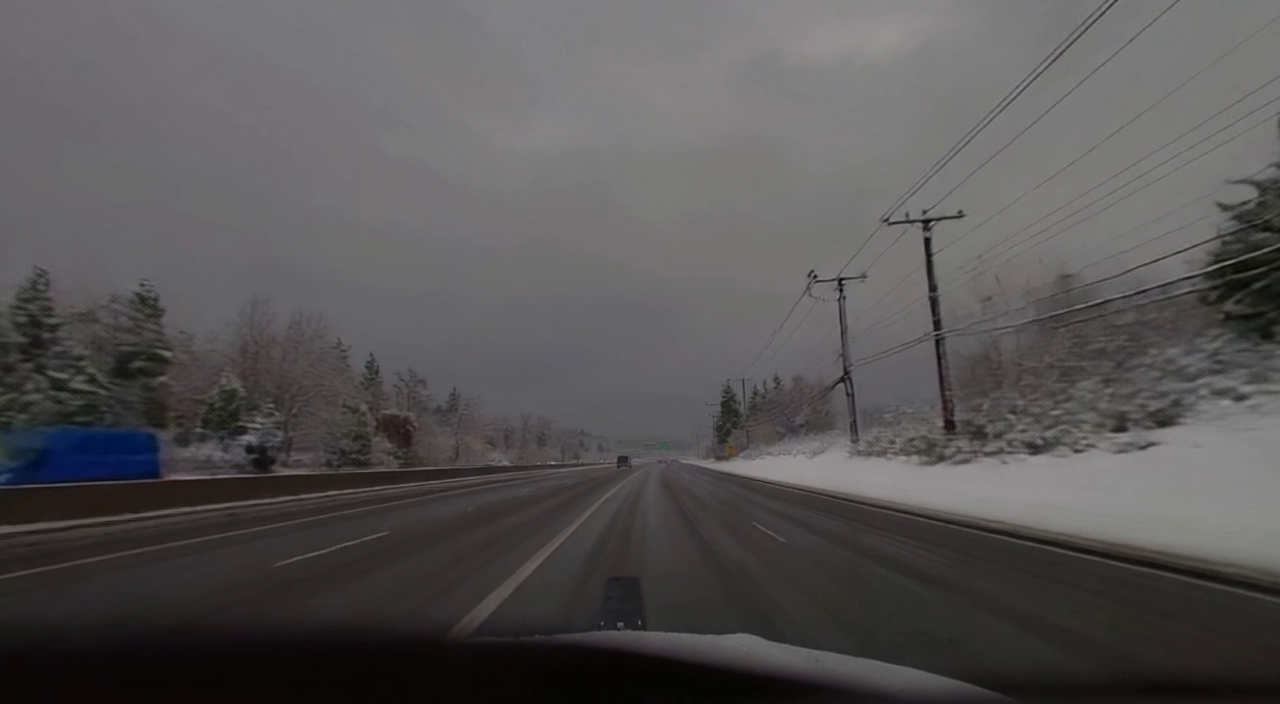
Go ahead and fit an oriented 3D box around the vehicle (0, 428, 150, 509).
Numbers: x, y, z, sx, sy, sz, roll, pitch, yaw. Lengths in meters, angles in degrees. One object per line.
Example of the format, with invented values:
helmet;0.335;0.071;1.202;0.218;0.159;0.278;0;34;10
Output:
vehicle;-21.825;4.242;23.429;2.253;2.596;5.946;-1;-9;1
